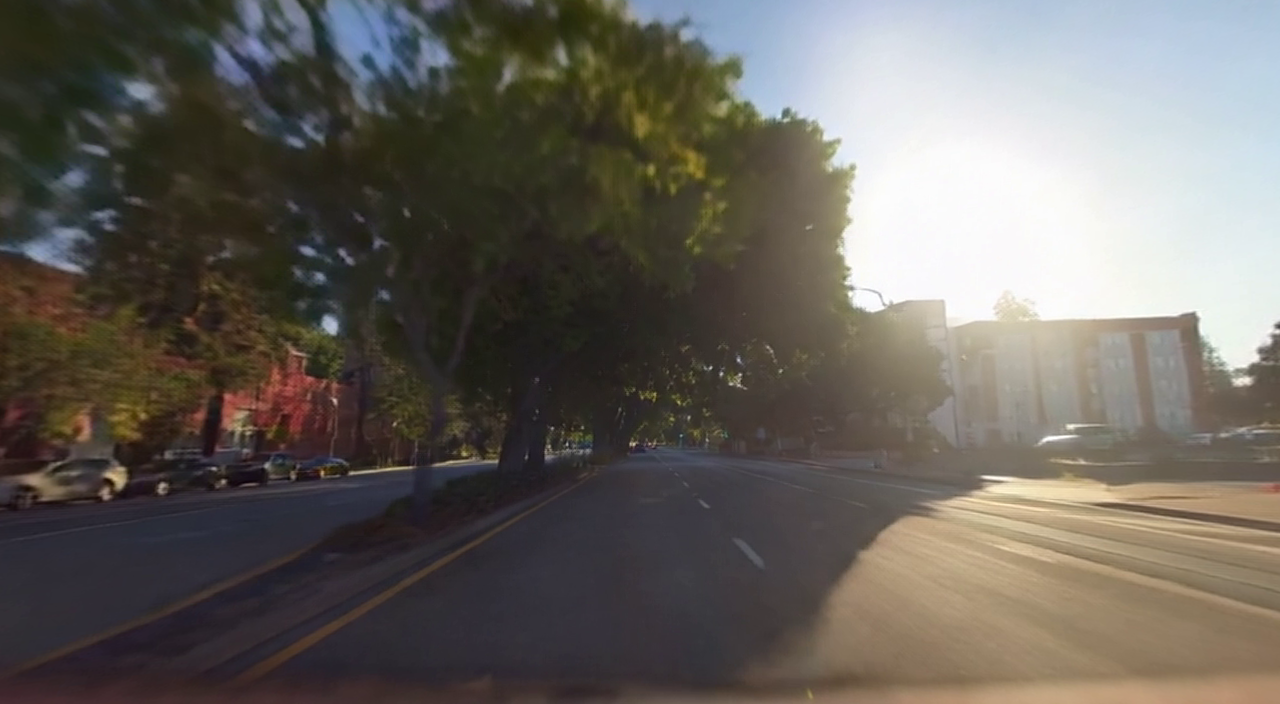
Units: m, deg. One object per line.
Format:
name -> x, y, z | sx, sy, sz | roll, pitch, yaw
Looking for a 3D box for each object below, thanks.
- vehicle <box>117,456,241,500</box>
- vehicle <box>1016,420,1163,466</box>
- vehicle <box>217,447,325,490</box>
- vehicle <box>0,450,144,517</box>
vehicle -> -18.197, 4.958, 25.166 | 1.736, 1.489, 4.347 | 0, -8, -2
vehicle -> 22.195, 4.503, 31.286 | 5.532, 2.065, 2.166 | -1, -8, 0
vehicle -> -17.817, 5.581, 30.799 | 1.941, 1.848, 5.279 | -1, -8, 2
vehicle -> -18.196, 3.914, 19.300 | 2.115, 1.716, 4.900 | 0, -8, -2
